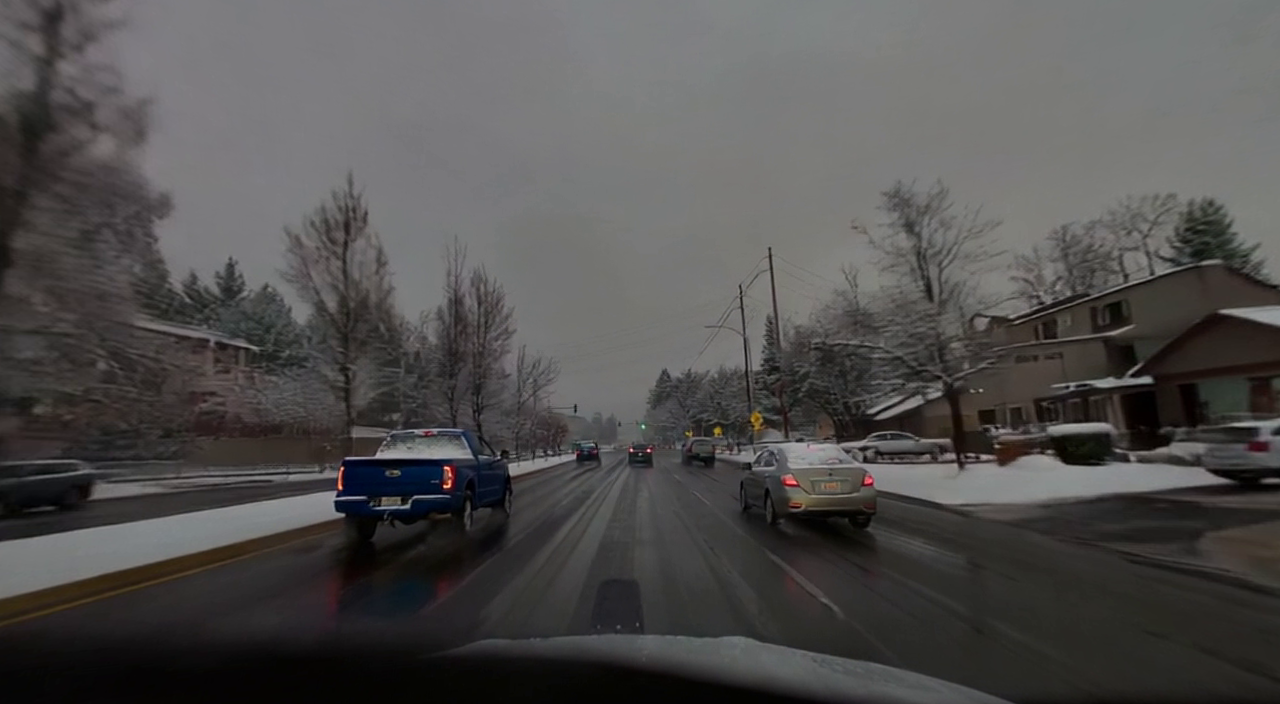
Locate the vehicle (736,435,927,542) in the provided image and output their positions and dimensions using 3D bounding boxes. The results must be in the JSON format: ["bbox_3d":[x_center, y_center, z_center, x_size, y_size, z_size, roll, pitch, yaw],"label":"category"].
[{"bbox_3d":[2.983,2.209,10.917,1.884,1.463,4.195,0,-8,-1],"label":"vehicle"}]

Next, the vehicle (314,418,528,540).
[{"bbox_3d":[-3.649,2.232,11.849,2.111,1.745,5.274,0,-8,0],"label":"vehicle"}]

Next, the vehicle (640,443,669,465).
[{"bbox_3d":[1.048,7.877,48.993,1.997,1.636,3.760,0,-8,-3],"label":"vehicle"}]

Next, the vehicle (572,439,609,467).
[{"bbox_3d":[-3.427,7.047,44.191,2.218,1.829,4.492,0,-8,0],"label":"vehicle"}]

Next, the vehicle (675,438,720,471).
[{"bbox_3d":[3.291,5.994,37.124,2.099,1.845,4.363,0,-8,-2],"label":"vehicle"}]

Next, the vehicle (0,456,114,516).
[{"bbox_3d":[-18.308,3.894,18.619,1.841,1.554,4.260,0,-8,1],"label":"vehicle"}]
